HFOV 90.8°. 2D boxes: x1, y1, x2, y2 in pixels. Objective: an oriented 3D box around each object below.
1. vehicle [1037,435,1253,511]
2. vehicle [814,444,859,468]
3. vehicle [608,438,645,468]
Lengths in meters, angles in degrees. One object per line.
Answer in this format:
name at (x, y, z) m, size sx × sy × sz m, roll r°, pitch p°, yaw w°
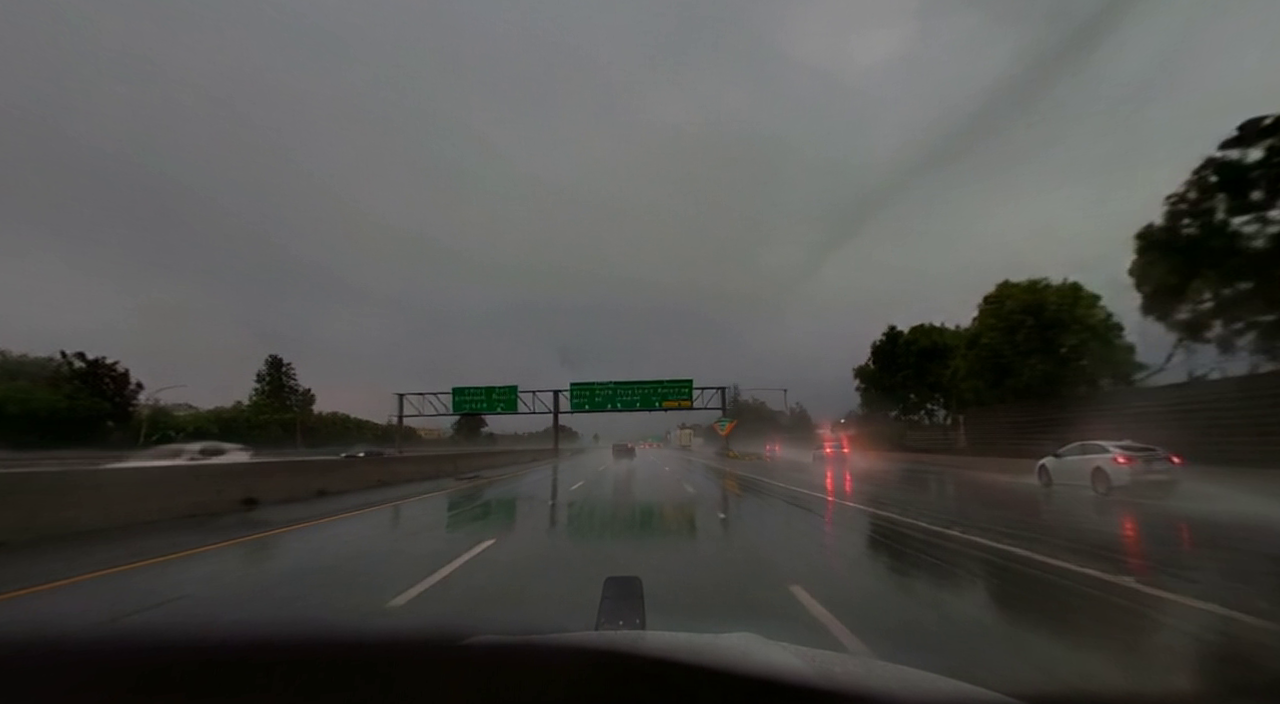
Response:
vehicle at (12.594, 3.010, 16.240) m, size 1.912 × 1.673 × 4.438 m, roll 0°, pitch -9°, yaw 1°
vehicle at (13.309, 7.070, 43.059) m, size 1.867 × 1.563 × 4.436 m, roll -1°, pitch -9°, yaw 3°
vehicle at (-0.803, 6.170, 38.752) m, size 2.121 × 1.739 × 4.087 m, roll 0°, pitch -9°, yaw 0°
